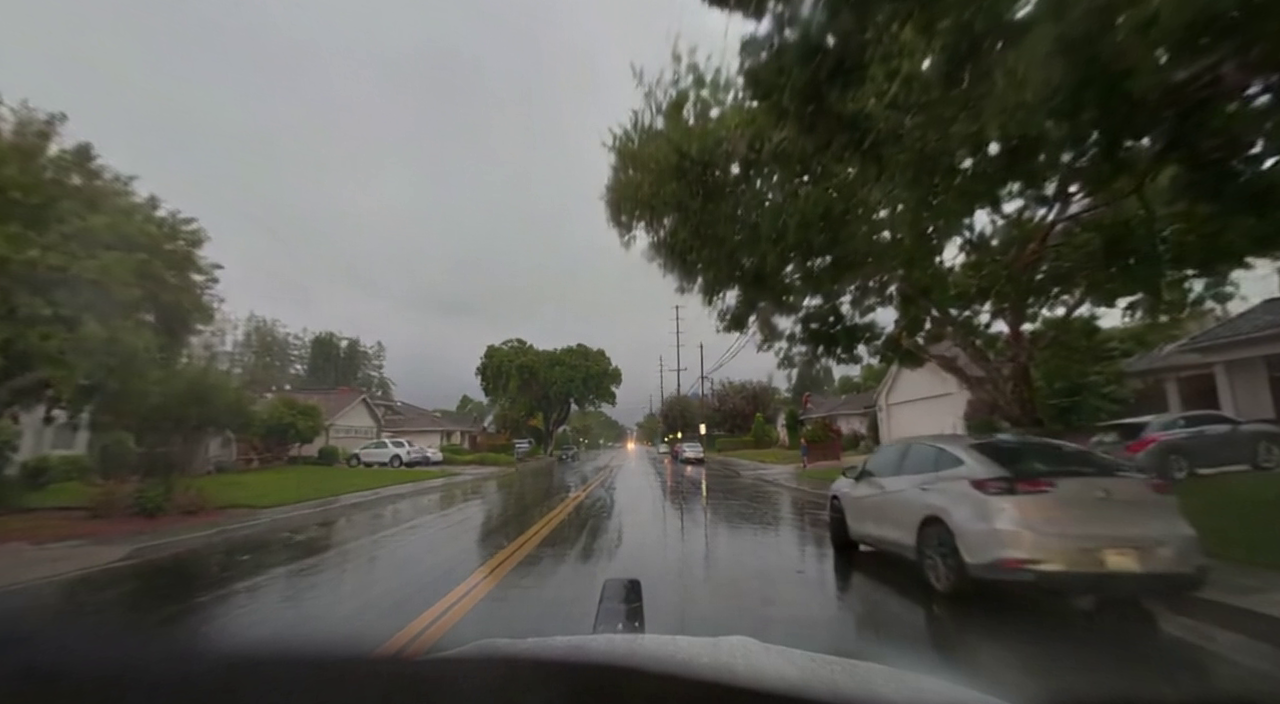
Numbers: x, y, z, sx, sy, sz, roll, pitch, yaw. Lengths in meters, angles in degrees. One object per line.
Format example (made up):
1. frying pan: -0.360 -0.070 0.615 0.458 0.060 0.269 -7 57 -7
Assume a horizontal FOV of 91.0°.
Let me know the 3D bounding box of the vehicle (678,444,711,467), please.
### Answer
1. vehicle: 3.815 7.347 44.829 1.917 1.569 4.460 0 -9 -1

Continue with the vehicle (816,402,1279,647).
1. vehicle: 3.679 1.533 6.775 2.316 1.695 4.596 0 -8 1

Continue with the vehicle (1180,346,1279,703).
1. vehicle: 3.936 0.562 0.590 2.068 1.838 5.278 0 -9 -1

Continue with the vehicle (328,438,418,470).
1. vehicle: -15.387 5.886 36.409 4.320 1.767 1.951 0 -9 3
